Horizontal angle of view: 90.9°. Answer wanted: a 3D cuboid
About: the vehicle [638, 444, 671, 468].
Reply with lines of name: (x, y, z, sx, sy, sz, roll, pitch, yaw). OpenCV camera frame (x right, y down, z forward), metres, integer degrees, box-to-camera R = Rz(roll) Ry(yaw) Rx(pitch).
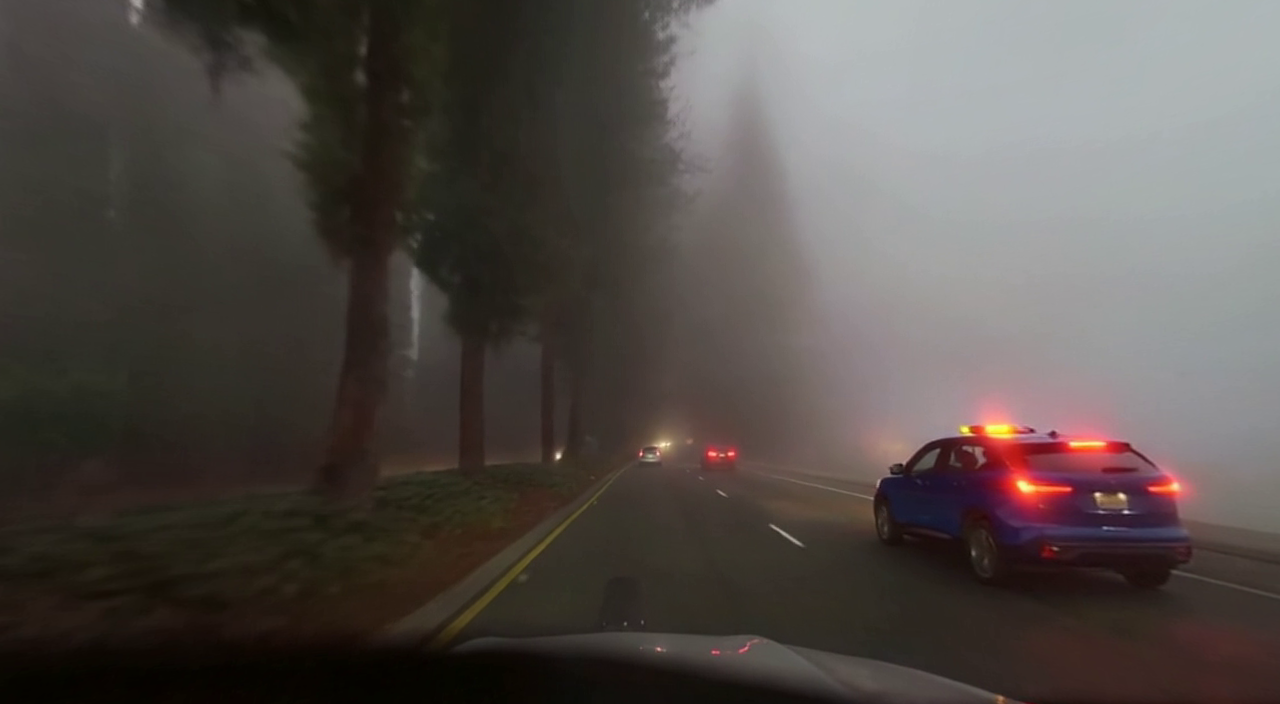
vehicle: (0.901, 6.616, 40.289, 2.026, 1.466, 4.282, 0, -9, 0)

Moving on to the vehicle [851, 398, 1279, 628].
vehicle: (4.001, 1.475, 6.690, 2.052, 1.639, 4.123, 0, -9, 0)

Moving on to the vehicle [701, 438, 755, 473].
vehicle: (4.441, 5.311, 32.449, 2.110, 1.666, 3.912, 0, -9, -1)
